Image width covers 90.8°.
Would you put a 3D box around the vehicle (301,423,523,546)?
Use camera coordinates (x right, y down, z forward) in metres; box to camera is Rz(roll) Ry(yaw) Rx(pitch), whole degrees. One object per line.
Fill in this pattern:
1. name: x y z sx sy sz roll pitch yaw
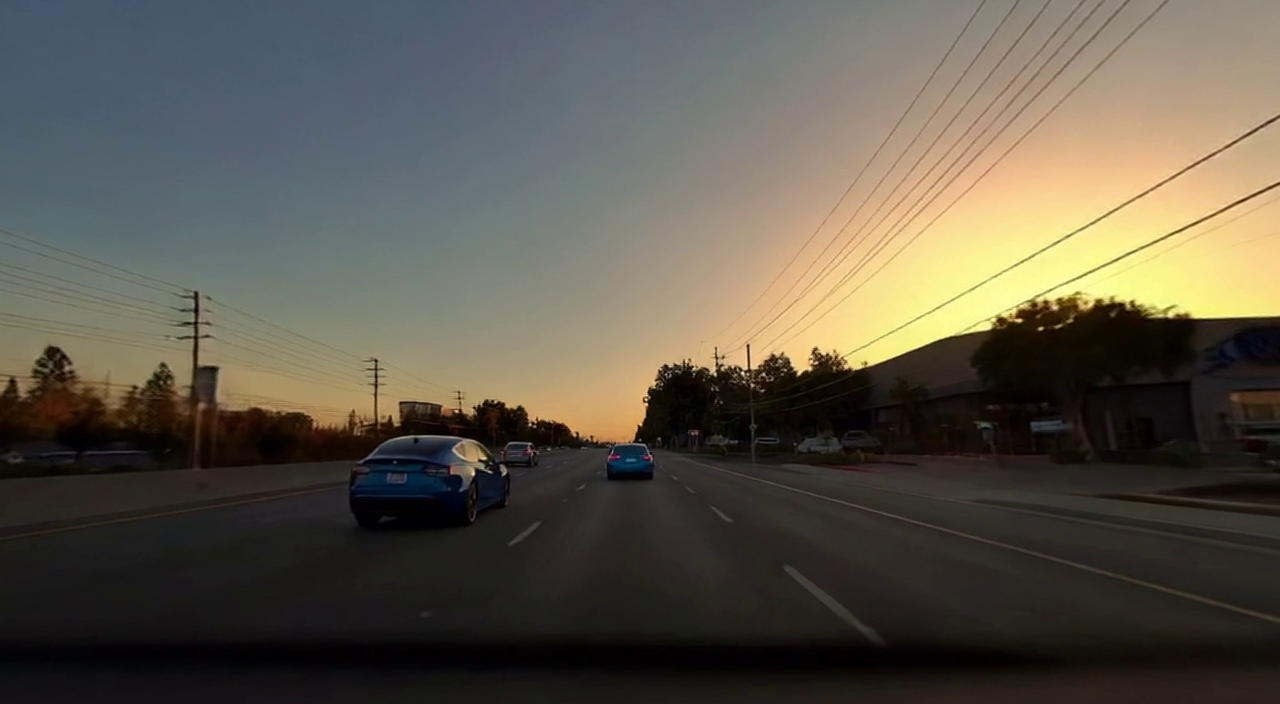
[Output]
1. vehicle: -3.464 2.114 10.833 1.985 1.607 4.892 0 -8 0

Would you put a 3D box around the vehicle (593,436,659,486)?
1. vehicle: -0.482 3.944 23.166 2.189 1.652 4.135 0 -9 -1
